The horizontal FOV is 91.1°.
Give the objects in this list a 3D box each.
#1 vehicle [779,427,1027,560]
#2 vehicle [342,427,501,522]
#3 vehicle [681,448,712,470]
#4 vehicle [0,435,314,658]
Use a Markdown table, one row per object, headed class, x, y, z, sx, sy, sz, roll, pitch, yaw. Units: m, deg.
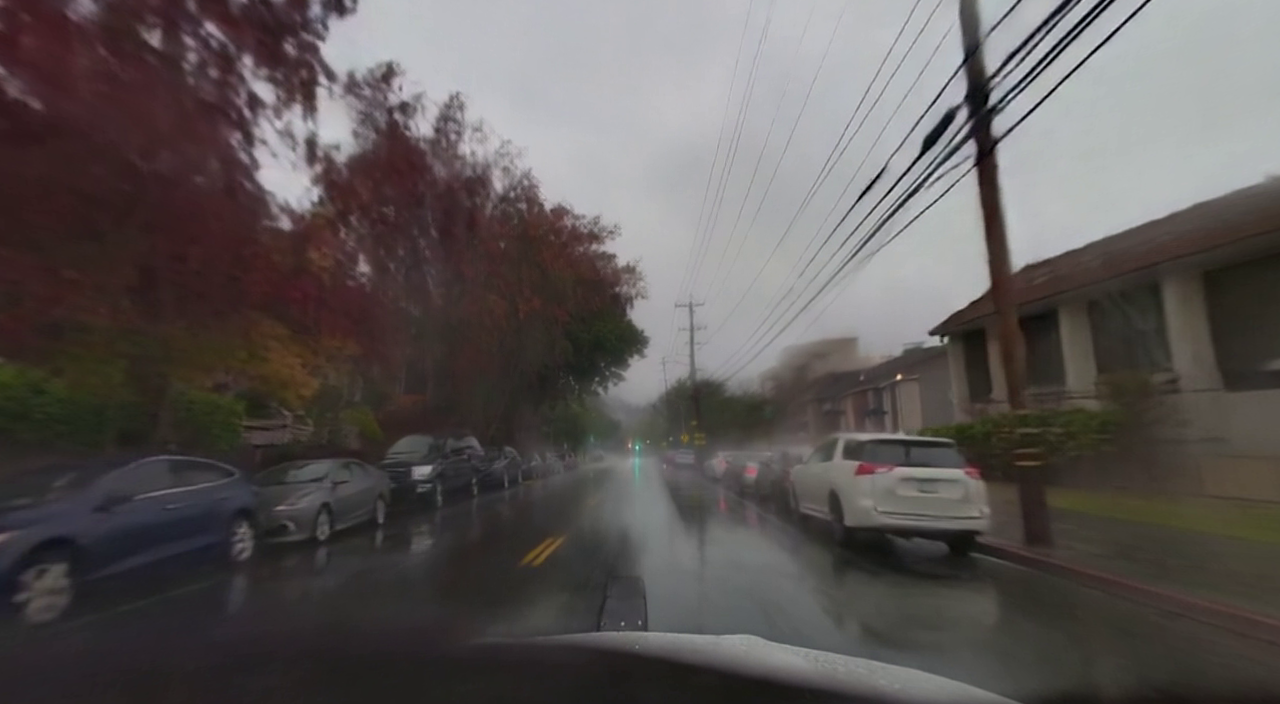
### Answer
| class | x | y | z | sx | sy | sz | roll | pitch | yaw |
| --- | --- | --- | --- | --- | --- | --- | --- | --- | --- |
| vehicle | 3.957 | 2.200 | 10.499 | 2.328 | 1.730 | 4.225 | 0 | -9 | 0 |
| vehicle | -6.039 | 3.379 | 18.432 | 2.376 | 2.219 | 6.021 | -2 | -7 | 2 |
| vehicle | 4.242 | 8.116 | 47.775 | 1.883 | 1.527 | 3.828 | 0 | -9 | -1 |
| vehicle | -6.093 | 1.859 | 7.102 | 2.247 | 1.698 | 4.944 | -3 | -7 | -1 |
